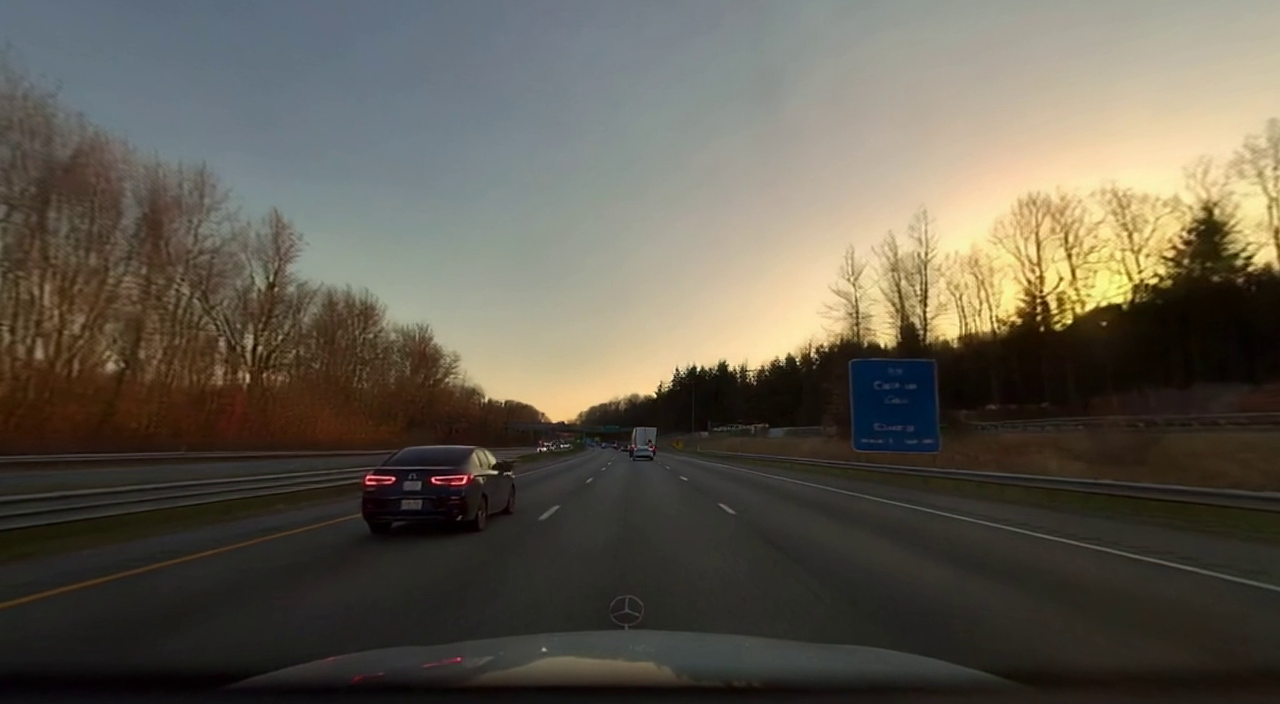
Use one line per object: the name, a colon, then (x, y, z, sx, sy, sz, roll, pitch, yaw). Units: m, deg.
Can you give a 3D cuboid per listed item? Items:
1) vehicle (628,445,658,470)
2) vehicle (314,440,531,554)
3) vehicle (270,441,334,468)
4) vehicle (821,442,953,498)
vehicle: (0.172, 6.713, 40.025, 1.859, 1.478, 3.799, 0, -9, 0)
vehicle: (-3.279, 2.264, 10.607, 2.012, 1.500, 4.452, 0, -9, 1)
vehicle: (-21.861, 6.635, 40.783, 1.876, 1.581, 4.279, 0, -9, -2)
vehicle: (7.816, 3.767, 20.607, 2.081, 1.576, 5.604, 0, -9, 0)
